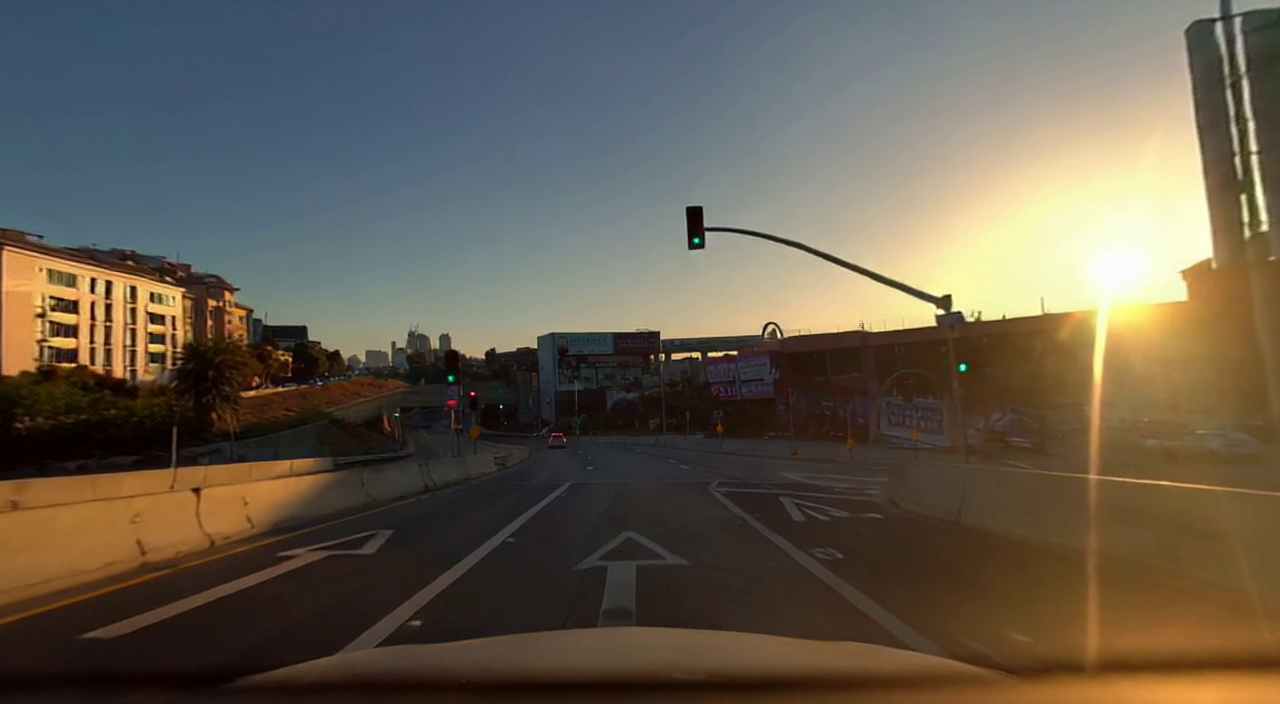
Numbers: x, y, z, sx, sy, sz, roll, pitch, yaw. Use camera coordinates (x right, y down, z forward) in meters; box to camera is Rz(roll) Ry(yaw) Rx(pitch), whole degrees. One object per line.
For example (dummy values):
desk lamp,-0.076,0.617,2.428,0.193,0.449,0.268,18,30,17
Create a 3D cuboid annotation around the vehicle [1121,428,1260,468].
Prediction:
vehicle,22.474,3.934,25.781,1.717,1.486,3.824,4,-10,-32
